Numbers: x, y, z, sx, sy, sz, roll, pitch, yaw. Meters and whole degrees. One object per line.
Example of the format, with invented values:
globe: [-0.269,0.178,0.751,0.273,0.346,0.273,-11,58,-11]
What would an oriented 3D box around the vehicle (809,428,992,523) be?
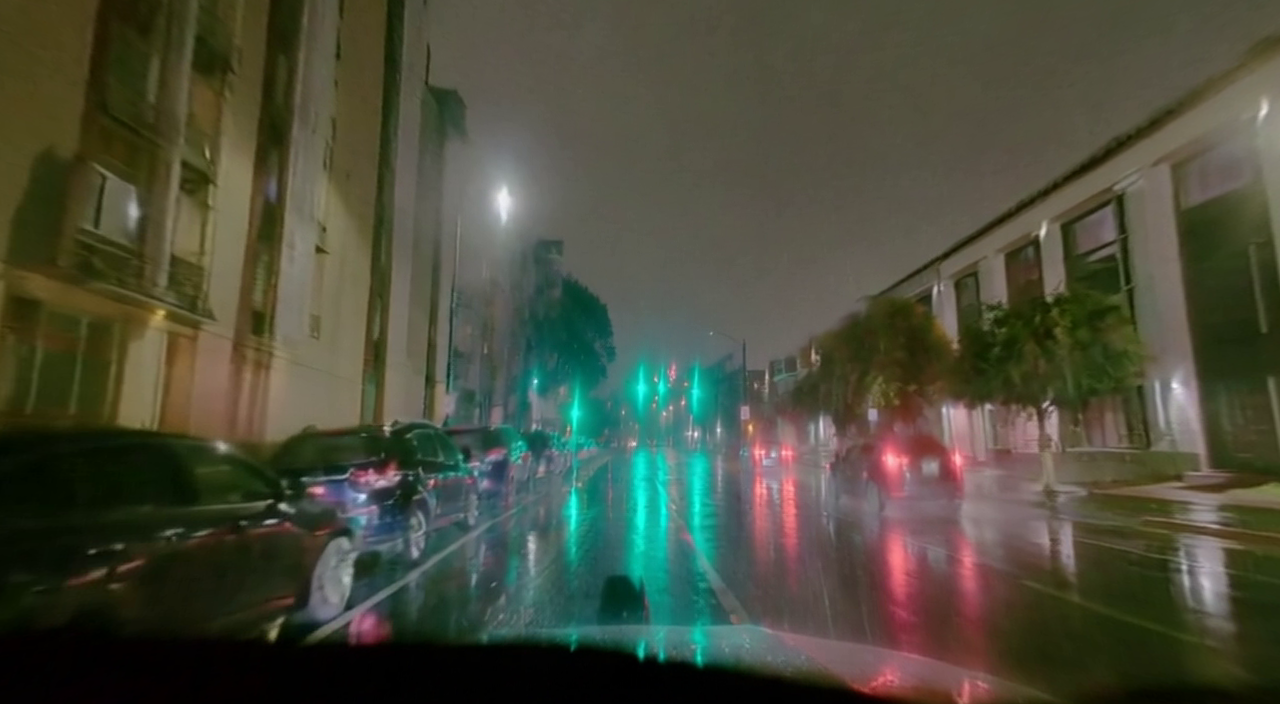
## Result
vehicle: [4.998,2.418,12.861,1.891,1.599,4.173,0,-8,-1]

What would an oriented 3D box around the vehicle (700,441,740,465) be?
vehicle: [5.173,6.582,41.277,1.917,1.467,4.452,0,-8,-1]

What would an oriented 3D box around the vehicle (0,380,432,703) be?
vehicle: [-3.115,1.112,3.794,2.121,1.490,4.910,0,-8,-1]

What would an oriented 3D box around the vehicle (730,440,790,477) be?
vehicle: [5.076,4.565,27.131,1.799,1.463,3.464,0,-8,-2]

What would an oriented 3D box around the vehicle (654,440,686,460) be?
vehicle: [2.221,7.445,47.789,2.182,1.450,4.013,0,-8,-1]

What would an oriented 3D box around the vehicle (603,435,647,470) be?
vehicle: [-0.726,5.197,32.827,2.122,1.689,3.885,0,-8,0]
